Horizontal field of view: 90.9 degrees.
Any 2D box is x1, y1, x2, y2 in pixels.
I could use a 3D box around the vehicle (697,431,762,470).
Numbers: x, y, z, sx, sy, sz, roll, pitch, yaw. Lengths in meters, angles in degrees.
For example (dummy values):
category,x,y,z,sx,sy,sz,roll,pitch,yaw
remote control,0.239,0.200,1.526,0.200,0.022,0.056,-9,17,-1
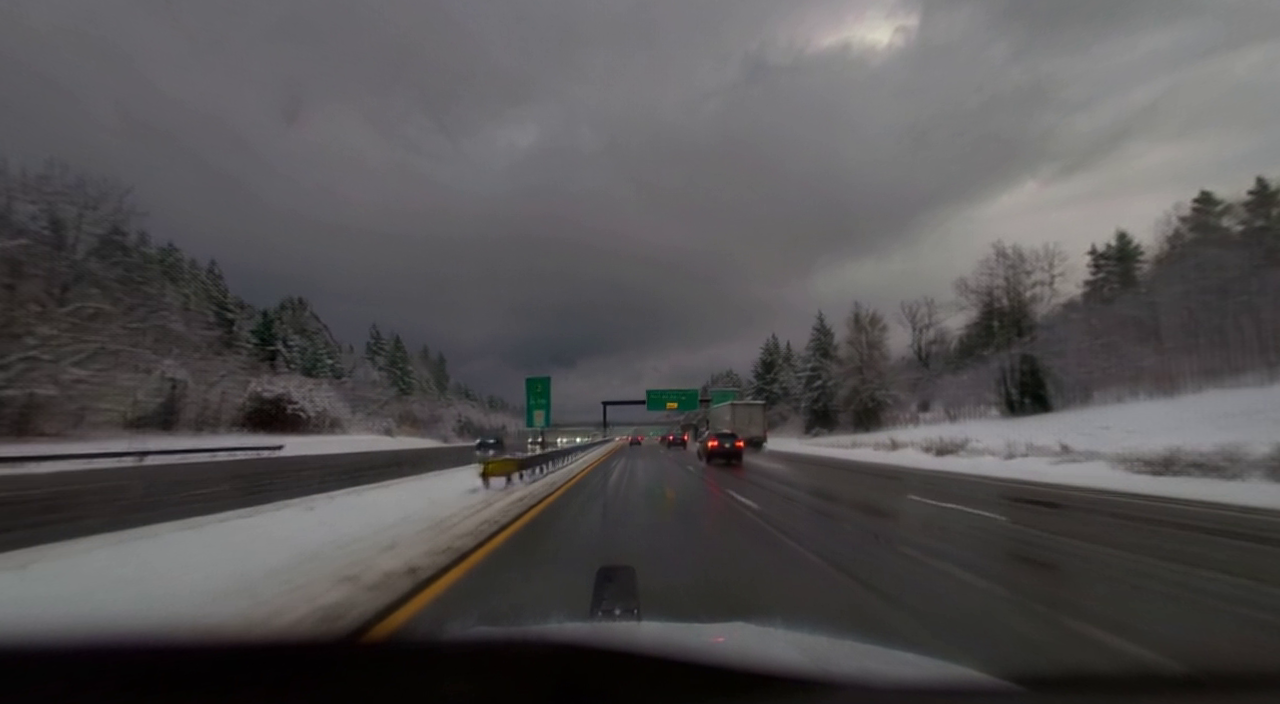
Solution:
category,x,y,z,sx,sy,sz,roll,pitch,yaw
vehicle,3.768,4.208,27.296,1.986,1.501,4.529,0,-8,-2
